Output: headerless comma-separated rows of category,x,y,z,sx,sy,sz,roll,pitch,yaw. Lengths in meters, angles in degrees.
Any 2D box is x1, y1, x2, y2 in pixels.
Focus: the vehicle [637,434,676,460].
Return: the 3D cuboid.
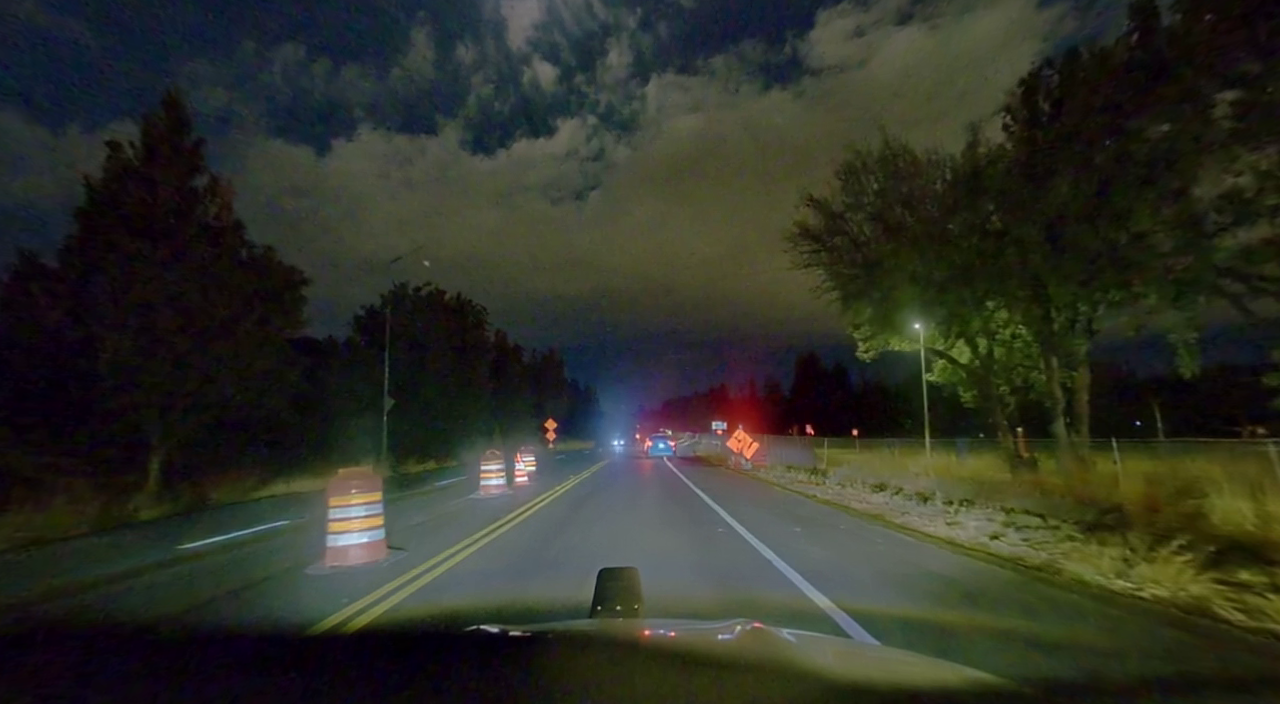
vehicle,1.072,5.874,38.920,2.172,1.486,3.581,-1,-9,4
